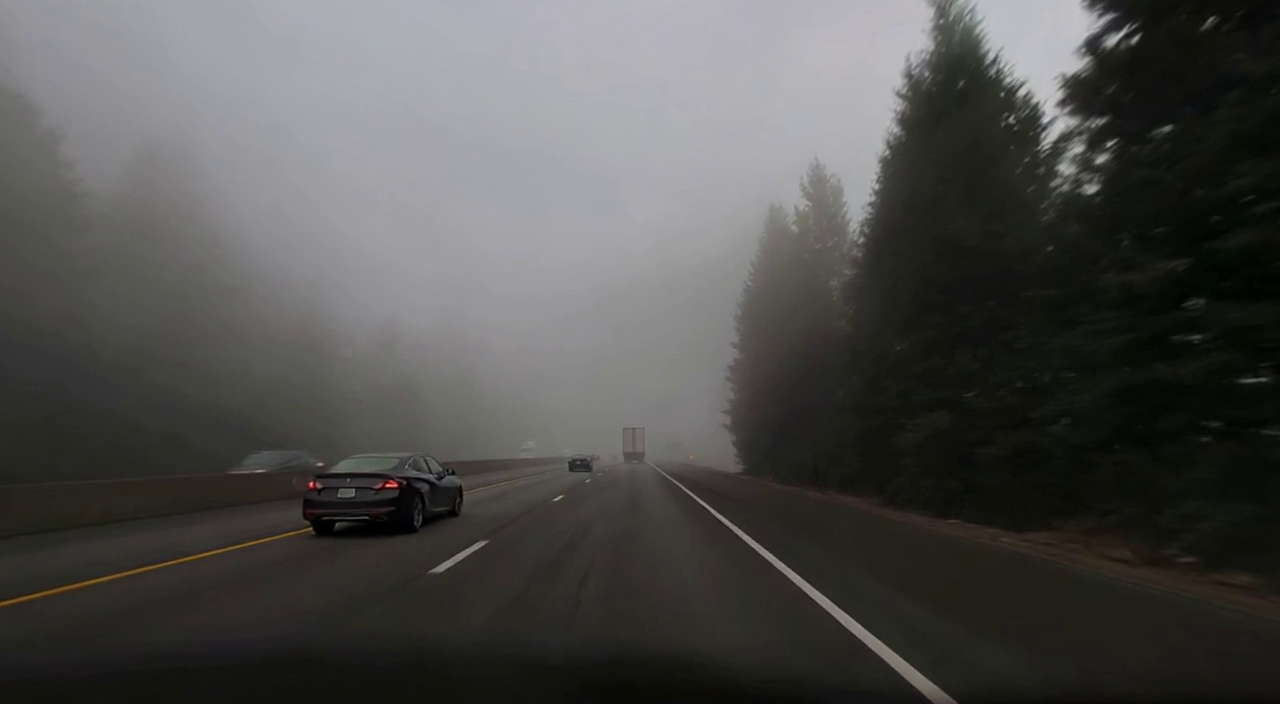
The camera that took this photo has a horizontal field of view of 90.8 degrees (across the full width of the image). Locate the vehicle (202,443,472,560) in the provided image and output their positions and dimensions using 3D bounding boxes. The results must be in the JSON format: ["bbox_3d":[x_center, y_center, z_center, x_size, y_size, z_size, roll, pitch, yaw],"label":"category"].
[{"bbox_3d":[-4.386,2.219,10.139,2.106,1.445,4.404,0,-9,1],"label":"vehicle"}]

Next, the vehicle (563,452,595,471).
[{"bbox_3d":[-4.503,8.128,47.040,2.032,1.381,3.909,0,-9,0],"label":"vehicle"}]
